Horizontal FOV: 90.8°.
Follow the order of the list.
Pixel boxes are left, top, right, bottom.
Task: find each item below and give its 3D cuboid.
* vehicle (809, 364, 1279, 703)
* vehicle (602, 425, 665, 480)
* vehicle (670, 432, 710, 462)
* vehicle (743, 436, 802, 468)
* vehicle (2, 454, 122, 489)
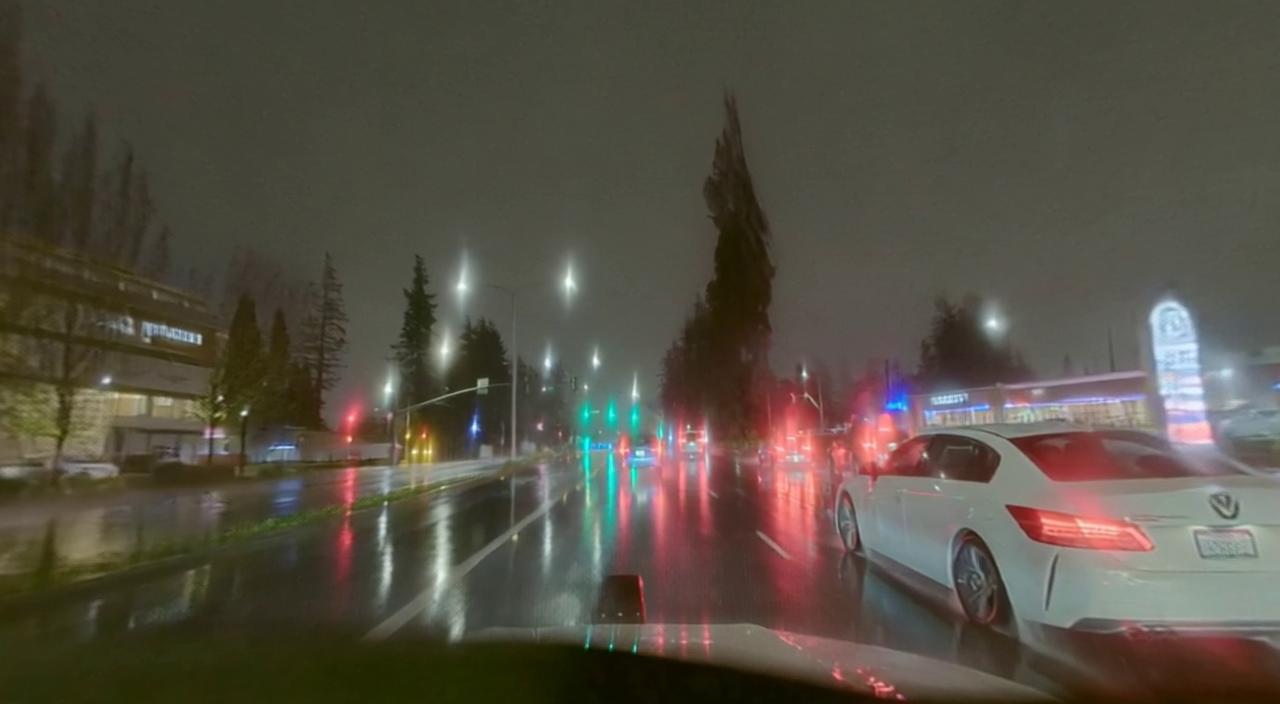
[{"bbox_3d":[3.155,1.213,5.264,2.153,1.658,4.485,0,-8,-1],"label":"vehicle"},{"bbox_3d":[-0.250,3.683,23.286,2.106,1.798,4.168,0,-8,-1],"label":"vehicle"},{"bbox_3d":[3.078,5.981,39.656,2.000,1.745,4.206,0,-8,-2],"label":"vehicle"},{"bbox_3d":[6.340,4.860,30.811,1.883,1.452,4.258,0,-8,-1],"label":"vehicle"},{"bbox_3d":[-30.247,6.242,33.150,4.228,1.680,2.024,0,-9,1],"label":"vehicle"}]
